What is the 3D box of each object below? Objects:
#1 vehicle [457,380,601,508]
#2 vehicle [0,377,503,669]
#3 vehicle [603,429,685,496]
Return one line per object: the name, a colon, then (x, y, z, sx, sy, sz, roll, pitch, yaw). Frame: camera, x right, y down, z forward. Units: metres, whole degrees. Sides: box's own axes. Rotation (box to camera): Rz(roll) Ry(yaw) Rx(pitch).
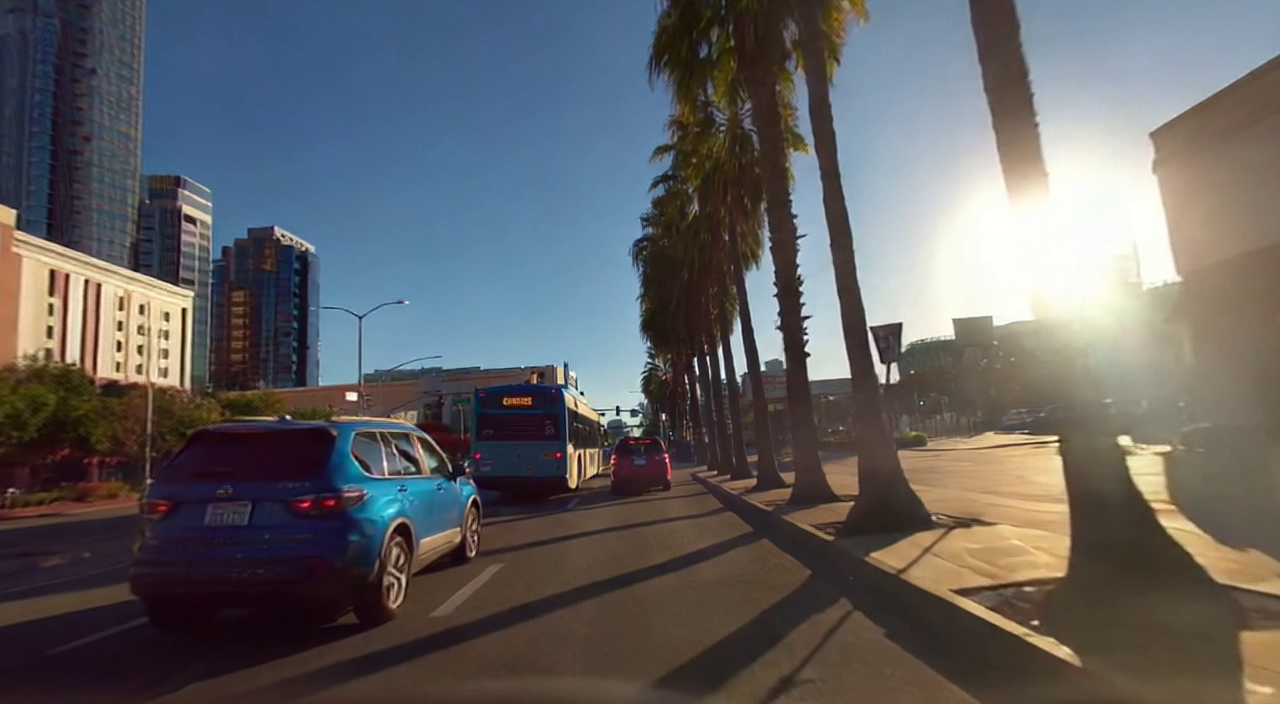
vehicle: (-2.933, 2.828, 19.414, 2.775, 3.064, 8.297, 0, -8, 1)
vehicle: (-2.980, 1.390, 6.269, 2.124, 1.799, 4.587, 0, -8, 1)
vehicle: (0.127, 3.175, 18.420, 2.120, 1.727, 3.917, 0, -8, 1)
